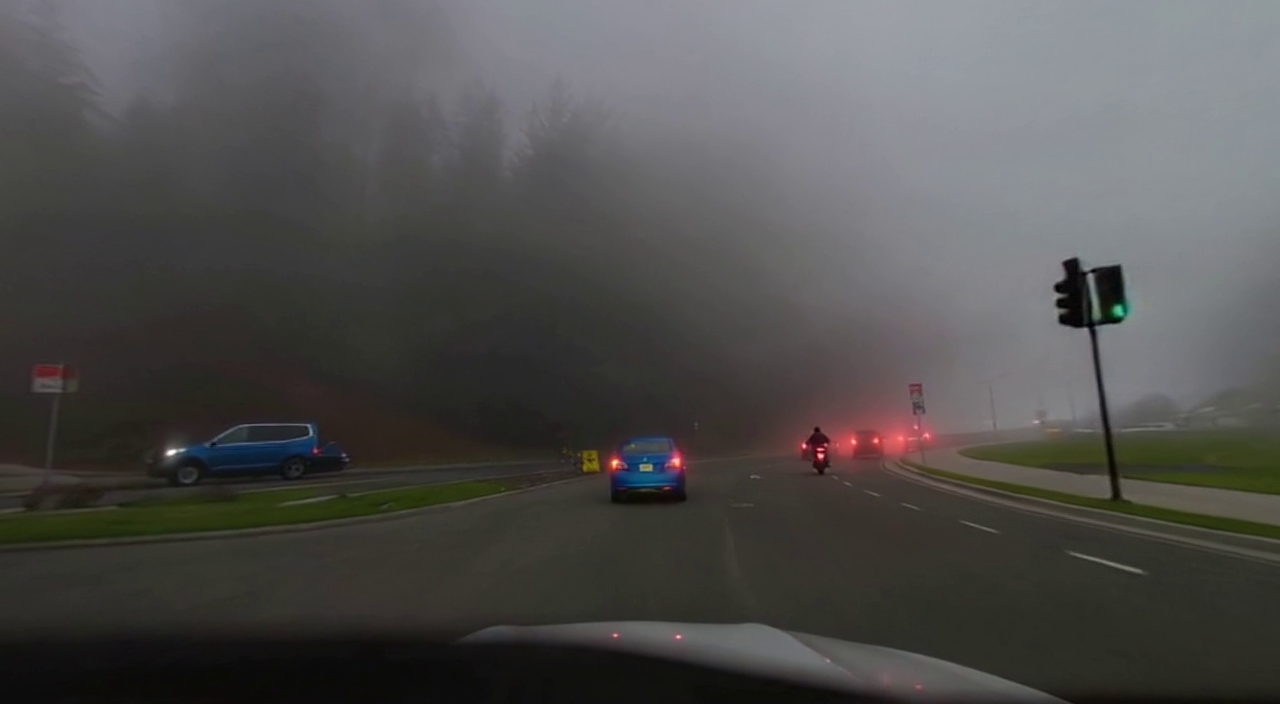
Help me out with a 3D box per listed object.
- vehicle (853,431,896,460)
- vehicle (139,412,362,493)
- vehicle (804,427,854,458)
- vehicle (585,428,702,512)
[{"bbox_3d":[13.603,5.419,36.476,1.822,1.555,3.574,-5,-9,27],"label":"vehicle"},{"bbox_3d":[-15.209,3.975,25.333,2.287,2.780,7.166,-6,-10,32],"label":"vehicle"},{"bbox_3d":[12.047,5.754,39.886,2.212,1.790,4.768,-4,-9,25],"label":"vehicle"},{"bbox_3d":[0.133,2.428,13.405,2.118,1.480,3.949,-1,-8,2],"label":"vehicle"}]
